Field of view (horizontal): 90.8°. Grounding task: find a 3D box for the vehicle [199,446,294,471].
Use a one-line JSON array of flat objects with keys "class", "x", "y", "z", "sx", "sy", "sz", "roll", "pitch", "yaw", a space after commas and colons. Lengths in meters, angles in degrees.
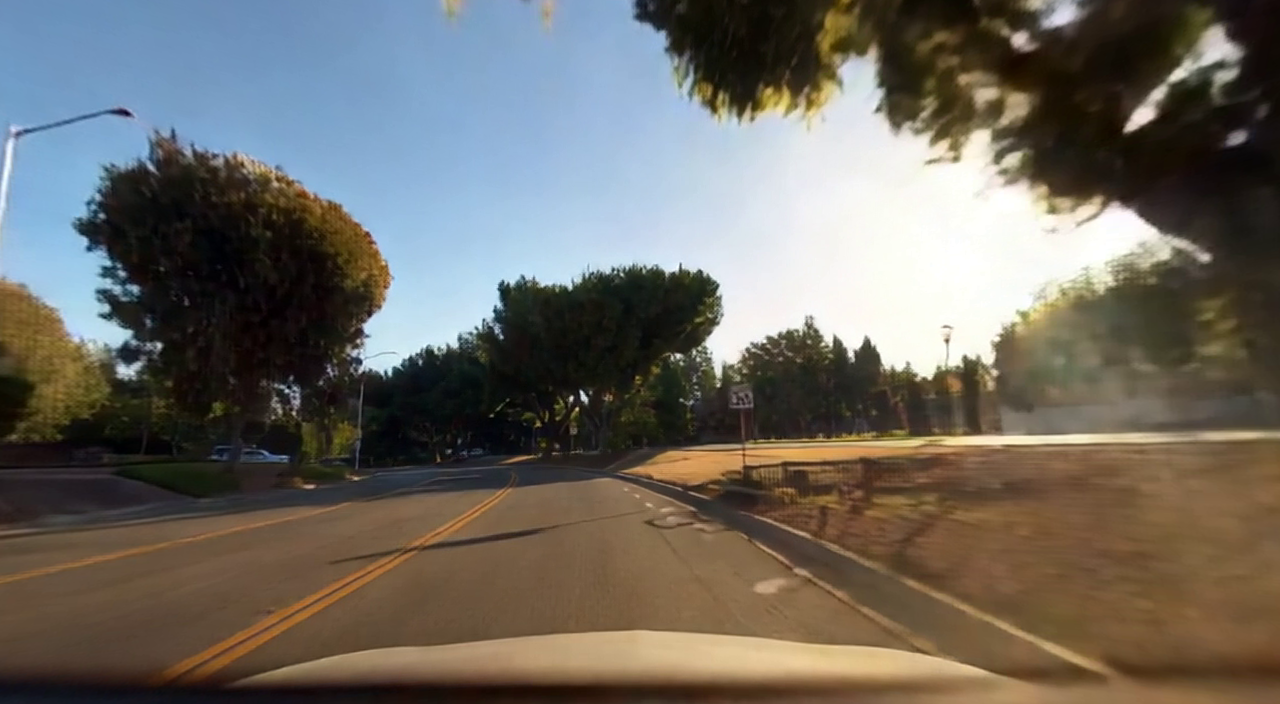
[{"class": "vehicle", "x": -30.049, "y": 8.162, "z": 48.448, "sx": 5.613, "sy": 1.775, "sz": 2.357, "roll": 3, "pitch": -9, "yaw": -16}]
